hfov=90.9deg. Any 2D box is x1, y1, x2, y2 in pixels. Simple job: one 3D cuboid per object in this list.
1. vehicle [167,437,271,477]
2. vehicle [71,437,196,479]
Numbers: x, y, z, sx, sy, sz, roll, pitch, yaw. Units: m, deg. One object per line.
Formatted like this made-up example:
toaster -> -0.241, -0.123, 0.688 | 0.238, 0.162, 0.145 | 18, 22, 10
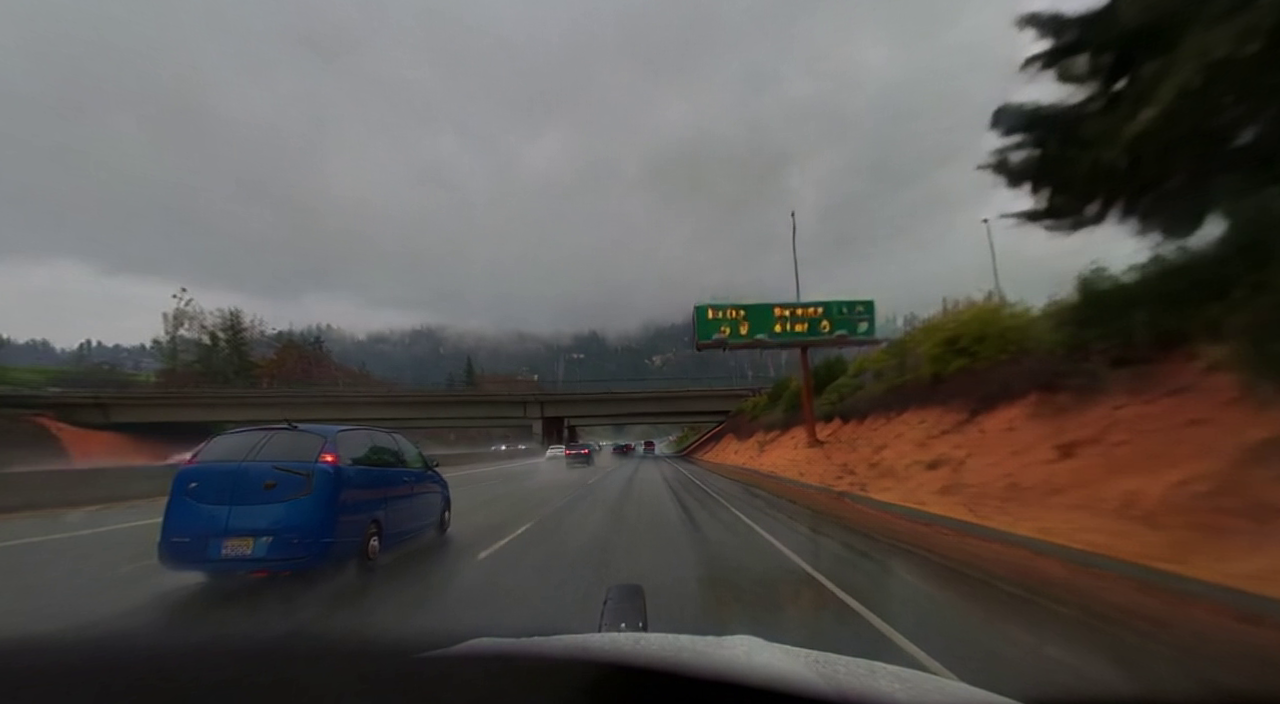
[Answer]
vehicle -> -16.223, 4.049, 24.509 | 1.530, 1.404, 3.459 | 0, -8, 2
vehicle -> -20.222, 4.232, 25.402 | 1.890, 1.538, 3.644 | 0, -8, 3
